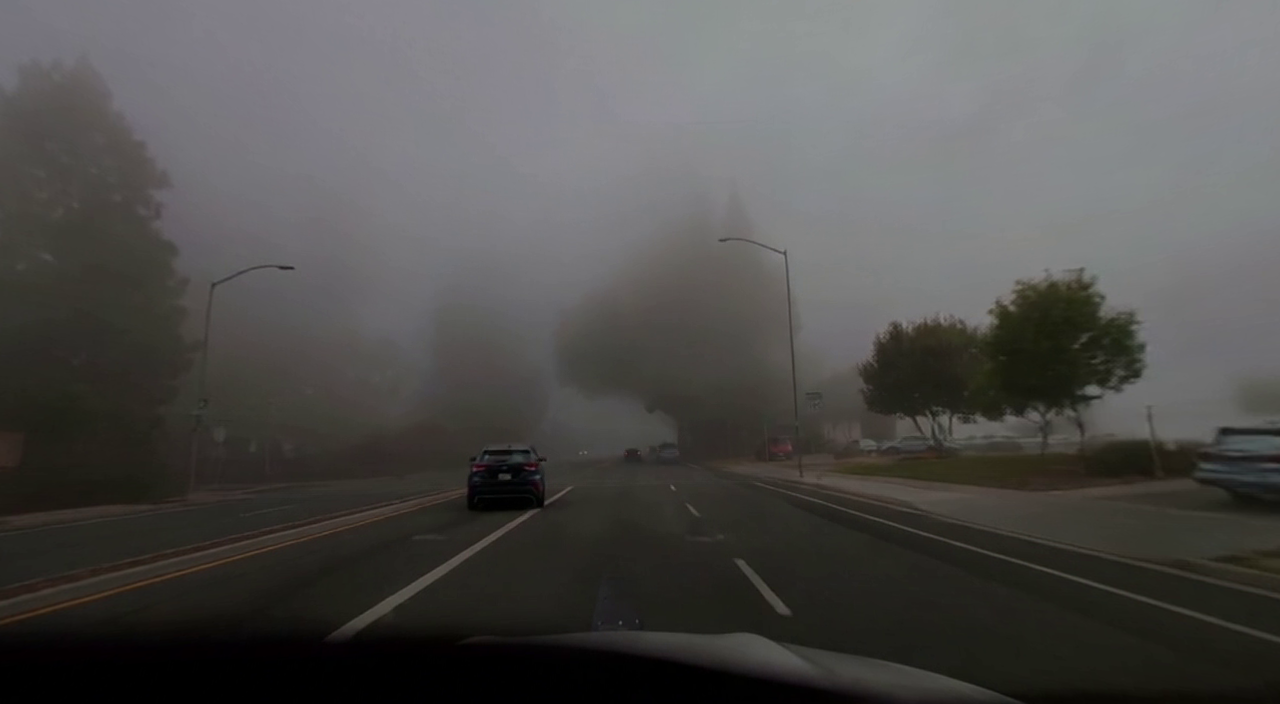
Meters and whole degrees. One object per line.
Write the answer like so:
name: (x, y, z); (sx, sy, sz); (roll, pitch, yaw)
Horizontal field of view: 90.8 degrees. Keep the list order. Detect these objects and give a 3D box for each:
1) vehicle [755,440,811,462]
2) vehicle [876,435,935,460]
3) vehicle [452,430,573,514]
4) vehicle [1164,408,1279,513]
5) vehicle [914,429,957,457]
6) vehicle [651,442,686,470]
vehicle: (10.528, 7.306, 46.781); (1.903, 1.569, 3.751); (6, -10, -34)
vehicle: (18.857, 6.769, 44.782); (2.150, 1.659, 4.678); (-8, -12, 44)
vehicle: (-2.888, 2.836, 15.539); (2.205, 1.706, 4.904); (0, -8, -3)
vehicle: (11.856, 1.800, 10.584); (4.478, 1.694, 2.178); (-6, -10, 36)
vehicle: (23.157, 7.124, 49.444); (2.117, 1.987, 4.418); (-9, -12, 34)
vehicle: (1.756, 6.581, 40.197); (2.003, 1.614, 4.072); (0, -8, -1)
